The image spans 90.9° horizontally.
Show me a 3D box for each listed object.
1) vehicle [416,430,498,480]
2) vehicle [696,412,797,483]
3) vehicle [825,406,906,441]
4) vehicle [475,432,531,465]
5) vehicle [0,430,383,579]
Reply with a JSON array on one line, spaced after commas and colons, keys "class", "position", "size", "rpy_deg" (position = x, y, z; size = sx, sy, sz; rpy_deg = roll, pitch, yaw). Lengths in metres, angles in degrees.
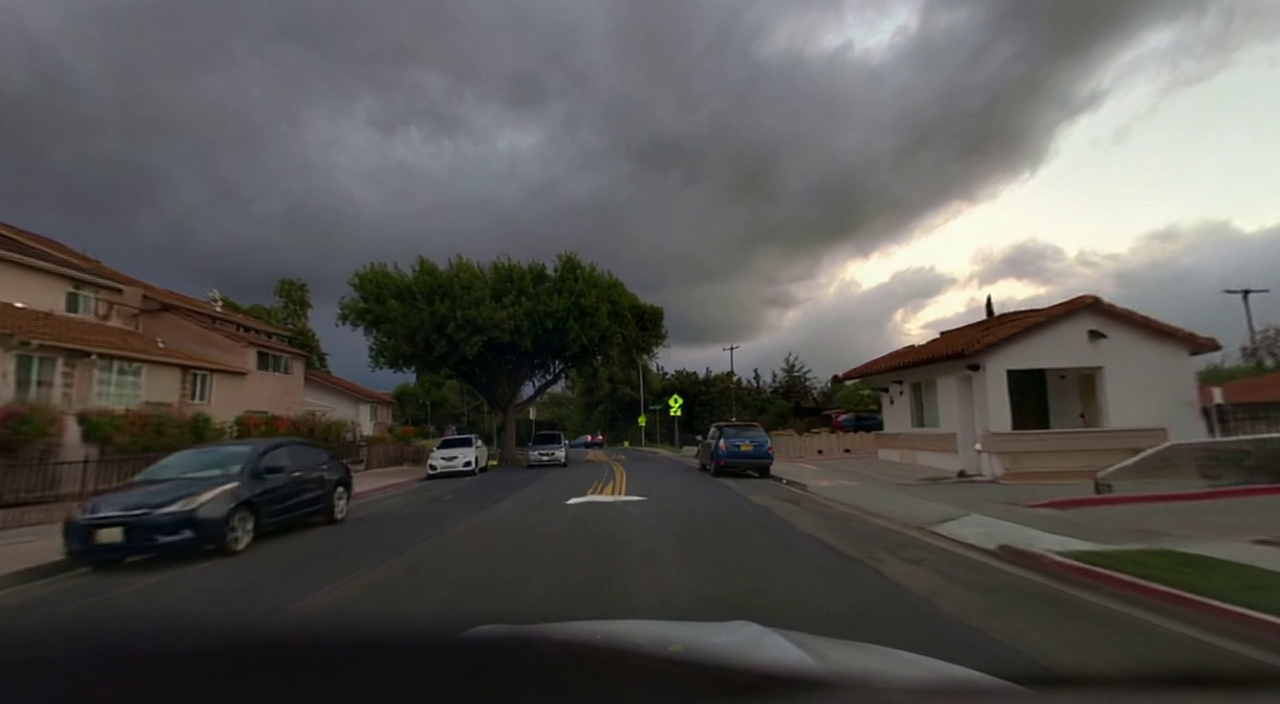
[{"class": "vehicle", "position": [-6.284, 3.530, 22.037], "size": [1.842, 1.540, 3.704], "rpy_deg": [-1, -7, -1]}, {"class": "vehicle", "position": [2.787, 2.615, 17.629], "size": [1.997, 1.663, 4.544], "rpy_deg": [-1, -7, 0]}, {"class": "vehicle", "position": [12.814, 4.108, 35.810], "size": [4.184, 1.817, 2.026], "rpy_deg": [-3, -9, 21]}, {"class": "vehicle", "position": [-6.603, 4.667, 30.825], "size": [1.919, 1.464, 4.155], "rpy_deg": [1, -8, -1]}, {"class": "vehicle", "position": [-5.807, 1.922, 9.319], "size": [1.972, 1.502, 5.530], "rpy_deg": [1, -7, -4]}]
